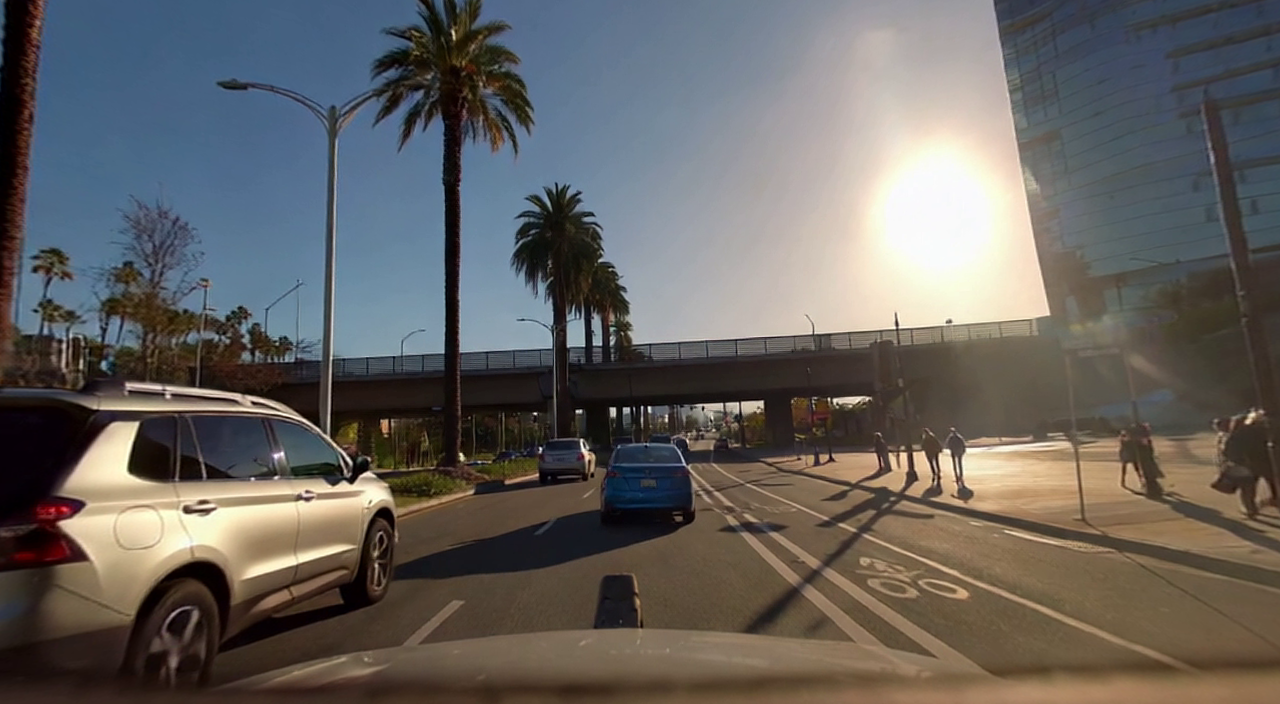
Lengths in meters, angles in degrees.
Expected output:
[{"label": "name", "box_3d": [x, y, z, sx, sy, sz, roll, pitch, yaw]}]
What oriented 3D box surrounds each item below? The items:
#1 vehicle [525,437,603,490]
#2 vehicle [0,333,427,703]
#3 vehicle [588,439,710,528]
[{"label": "vehicle", "box_3d": [-2.531, 3.861, 22.190, 1.955, 1.637, 4.032, -1, -9, 4]}, {"label": "vehicle", "box_3d": [-3.166, 1.074, 3.928, 2.014, 1.740, 4.359, 0, -8, 2]}, {"label": "vehicle", "box_3d": [0.164, 2.508, 12.681, 2.036, 1.461, 4.129, 0, -8, 0]}]
